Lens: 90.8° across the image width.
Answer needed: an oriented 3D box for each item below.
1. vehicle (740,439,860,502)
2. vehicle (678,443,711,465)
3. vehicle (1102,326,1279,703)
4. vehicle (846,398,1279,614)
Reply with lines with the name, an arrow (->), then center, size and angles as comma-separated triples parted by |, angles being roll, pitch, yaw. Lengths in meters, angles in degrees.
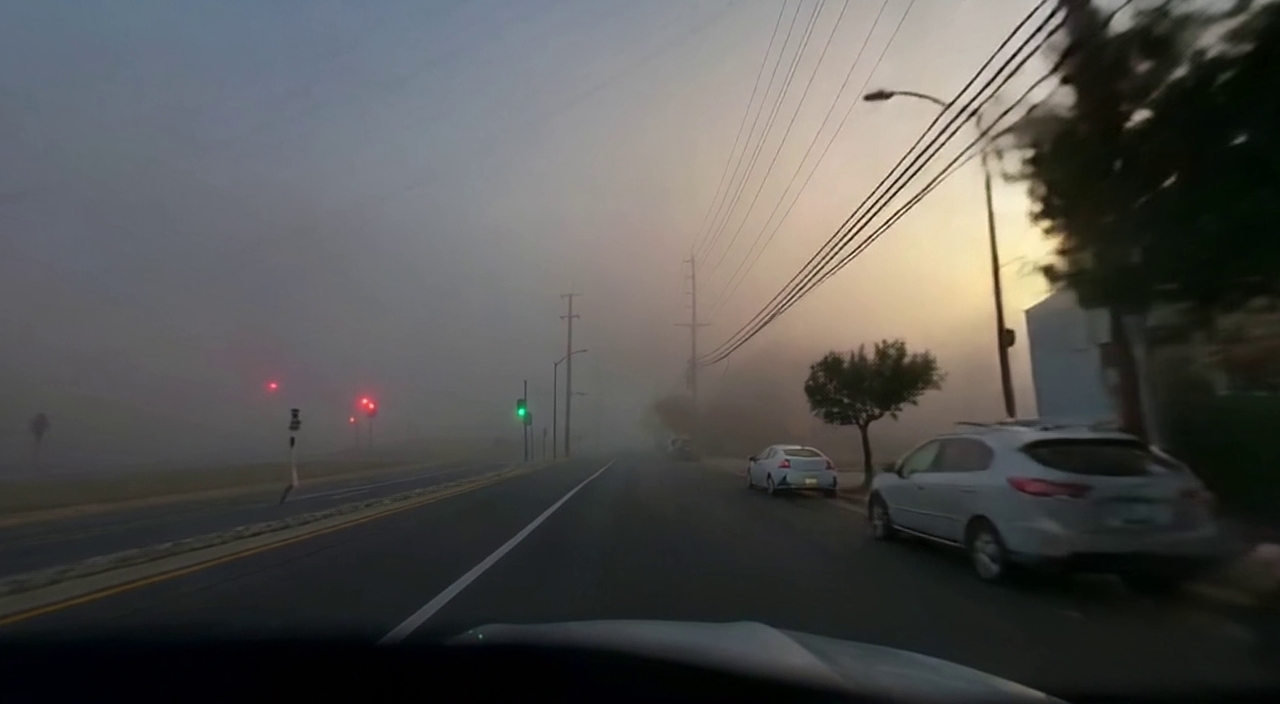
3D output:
vehicle -> 4.041, 3.072, 16.855 | 1.994, 1.422, 4.595 | 0, -9, 0
vehicle -> 3.789, 7.194, 44.830 | 1.785, 1.441, 4.458 | 0, -9, -2
vehicle -> 4.088, 0.589, 1.467 | 2.062, 1.880, 5.178 | 0, -9, 0
vehicle -> 4.057, 1.500, 7.073 | 1.898, 1.625, 4.414 | 0, -9, -1
